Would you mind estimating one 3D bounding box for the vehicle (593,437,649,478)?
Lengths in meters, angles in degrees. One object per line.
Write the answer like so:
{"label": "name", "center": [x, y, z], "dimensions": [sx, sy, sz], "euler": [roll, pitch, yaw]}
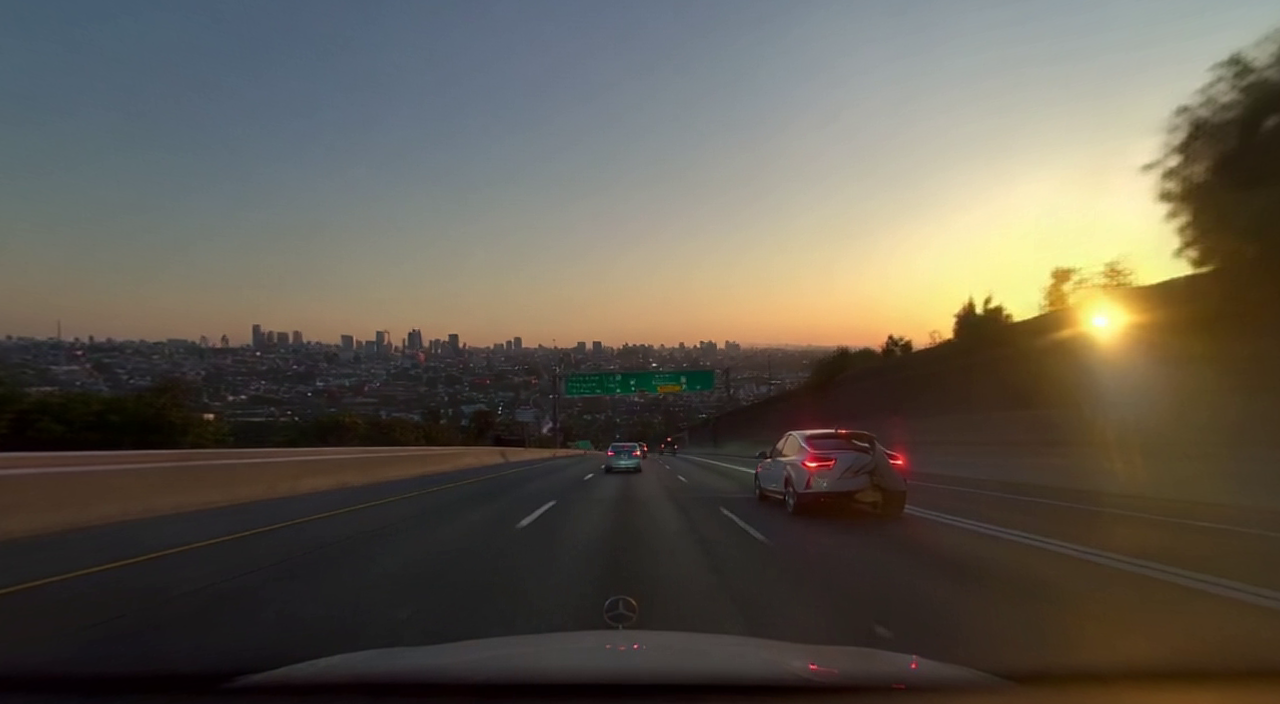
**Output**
{"label": "vehicle", "center": [-0.741, 4.365, 26.325], "dimensions": [2.147, 1.576, 3.964], "euler": [0, -8, 0]}
